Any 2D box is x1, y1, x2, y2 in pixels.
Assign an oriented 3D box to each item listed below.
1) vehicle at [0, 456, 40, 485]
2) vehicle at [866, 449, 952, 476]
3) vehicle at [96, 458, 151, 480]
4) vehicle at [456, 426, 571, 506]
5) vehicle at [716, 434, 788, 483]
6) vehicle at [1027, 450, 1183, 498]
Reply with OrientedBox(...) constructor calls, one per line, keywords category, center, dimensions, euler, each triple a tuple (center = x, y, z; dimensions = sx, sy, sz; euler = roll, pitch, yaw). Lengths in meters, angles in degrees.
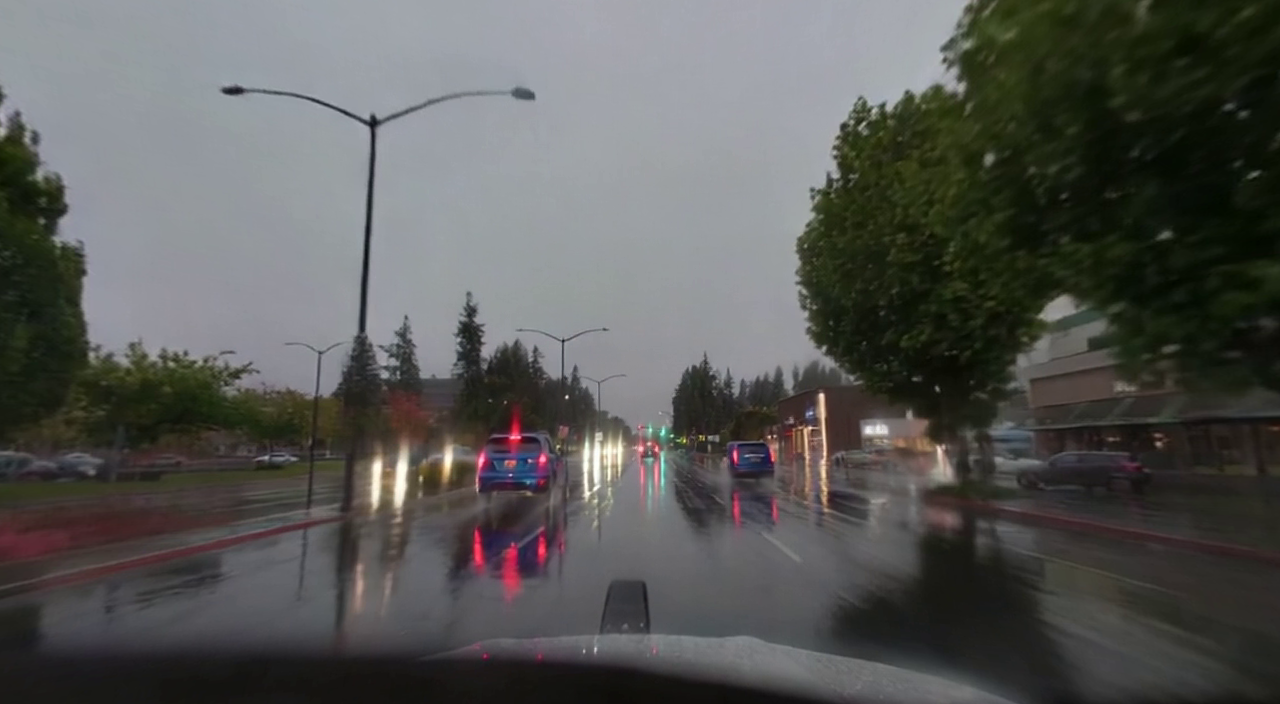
OrientedBox(category="vehicle", center=(-38.480, 7.132, 38.032), dimensions=(4.355, 1.541, 1.919), euler=(-5, -9, 28))
OrientedBox(category="vehicle", center=(16.888, 6.934, 39.692), dimensions=(4.479, 1.445, 1.946), euler=(-1, -8, -2))
OrientedBox(category="vehicle", center=(-38.785, 8.730, 47.281), dimensions=(3.857, 1.463, 1.808), euler=(-5, -9, 29))
OrientedBox(category="vehicle", center=(-3.136, 2.925, 16.696), dimensions=(2.047, 1.810, 4.414), euler=(0, -8, 1))
OrientedBox(category="vehicle", center=(4.425, 4.277, 25.628), dimensions=(2.083, 1.779, 4.347), euler=(0, -8, -1))
OrientedBox(category="vehicle", center=(15.583, 4.050, 21.215), dimensions=(4.133, 1.475, 1.833), euler=(2, -8, -12))
